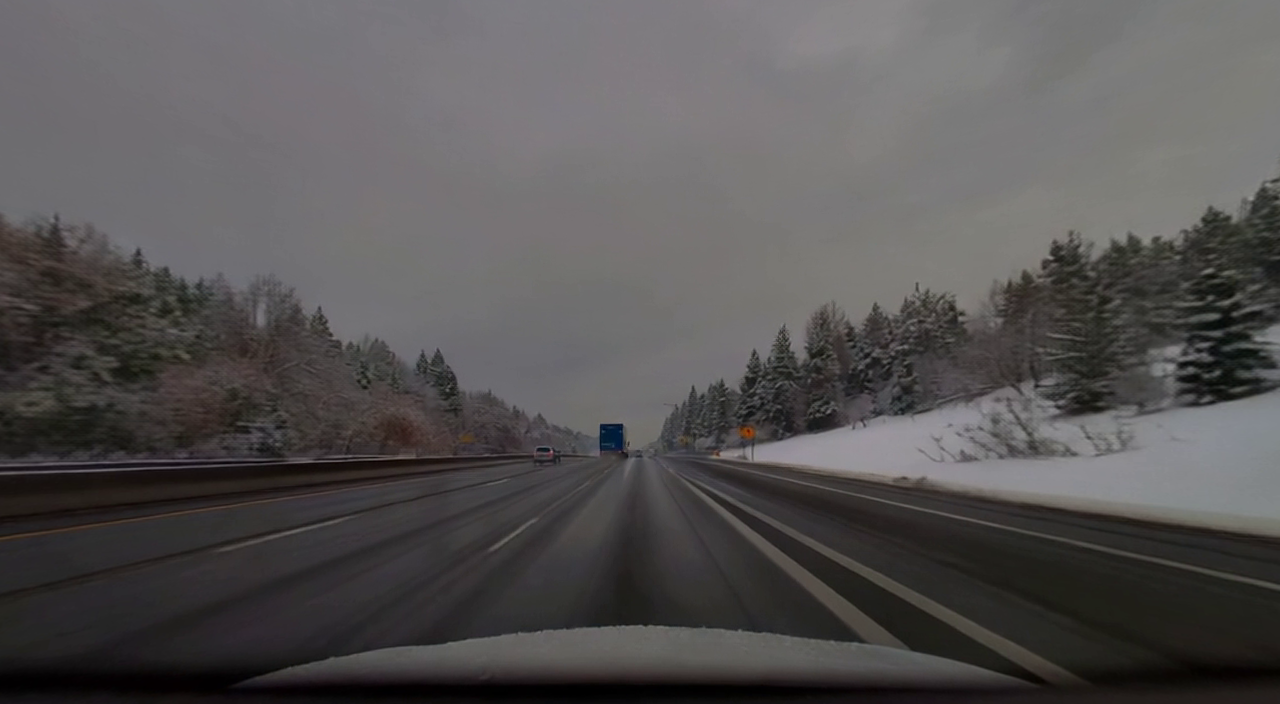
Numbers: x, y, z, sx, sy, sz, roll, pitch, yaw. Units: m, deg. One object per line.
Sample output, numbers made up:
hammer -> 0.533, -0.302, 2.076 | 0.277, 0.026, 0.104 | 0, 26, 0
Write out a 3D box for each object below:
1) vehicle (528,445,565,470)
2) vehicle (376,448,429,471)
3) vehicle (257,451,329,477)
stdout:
vehicle -> -7.104, 8.026, 48.223 | 2.043, 1.828, 4.436 | 0, -9, 1
vehicle -> -17.485, 7.916, 46.660 | 1.993, 1.582, 4.871 | 0, -9, 0
vehicle -> -21.203, 6.827, 38.772 | 1.948, 1.457, 4.445 | 0, -9, 0
